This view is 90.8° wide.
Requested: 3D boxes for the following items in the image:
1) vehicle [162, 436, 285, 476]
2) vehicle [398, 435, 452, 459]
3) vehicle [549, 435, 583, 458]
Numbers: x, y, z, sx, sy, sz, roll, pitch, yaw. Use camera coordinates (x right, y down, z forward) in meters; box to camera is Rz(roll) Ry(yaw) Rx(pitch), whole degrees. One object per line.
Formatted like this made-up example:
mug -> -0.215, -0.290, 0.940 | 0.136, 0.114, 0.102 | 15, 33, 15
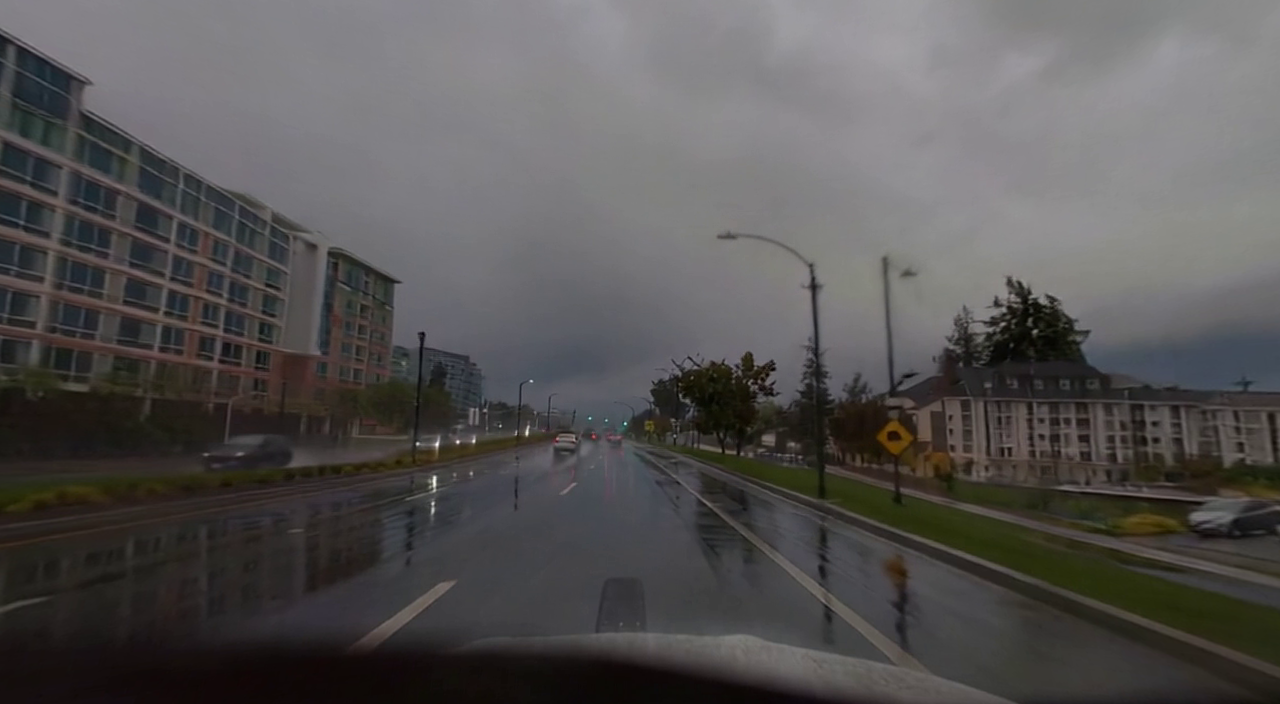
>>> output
vehicle -> -17.926, 4.488, 27.509 | 2.079, 1.560, 4.702 | 0, -8, 1
vehicle -> -14.676, 6.519, 43.406 | 1.998, 1.488, 4.577 | 0, -8, 1
vehicle -> -5.183, 6.707, 44.846 | 2.025, 1.474, 4.292 | 0, -8, -2
